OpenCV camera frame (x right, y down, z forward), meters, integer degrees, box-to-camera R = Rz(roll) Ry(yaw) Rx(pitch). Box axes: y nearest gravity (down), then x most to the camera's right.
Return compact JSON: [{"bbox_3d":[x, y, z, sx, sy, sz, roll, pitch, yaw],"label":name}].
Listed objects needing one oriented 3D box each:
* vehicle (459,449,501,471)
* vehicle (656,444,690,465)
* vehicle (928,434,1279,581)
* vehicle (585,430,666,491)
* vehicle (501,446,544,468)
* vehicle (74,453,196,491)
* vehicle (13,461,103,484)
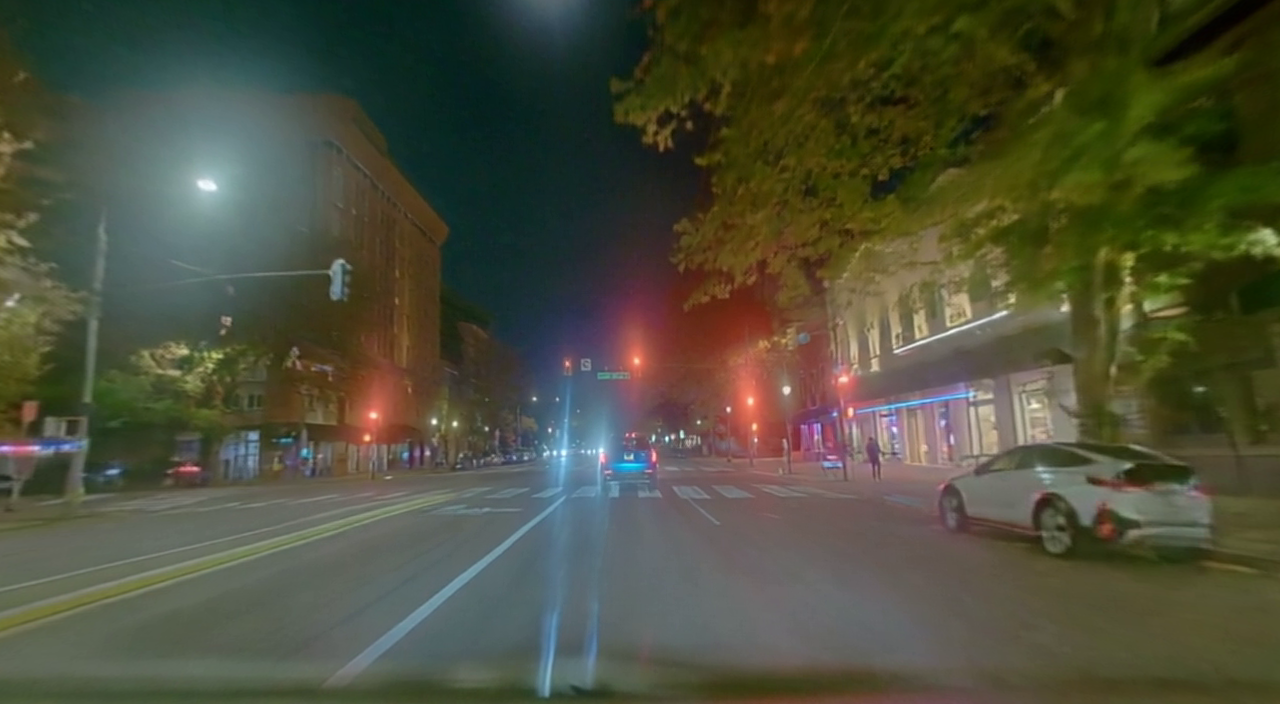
[{"bbox_3d":[-11.931,8.049,47.321,1.972,1.475,4.381,0,-8,0],"label":"vehicle"},{"bbox_3d":[2.459,7.676,47.635,2.209,1.478,4.138,0,-8,-2],"label":"vehicle"},{"bbox_3d":[6.049,1.944,8.796,1.986,1.515,4.265,0,-8,-1],"label":"vehicle"},{"bbox_3d":[-0.465,3.552,21.033,2.382,1.796,4.610,0,-8,-1],"label":"vehicle"},{"bbox_3d":[-8.471,7.613,45.919,2.152,1.468,4.737,0,-8,0],"label":"vehicle"},{"bbox_3d":[-25.142,5.958,31.546,4.427,1.757,2.125,-1,-9,7],"label":"vehicle"},{"bbox_3d":[-43.078,8.926,46.802,4.641,1.566,1.883,0,-8,-3],"label":"vehicle"}]
